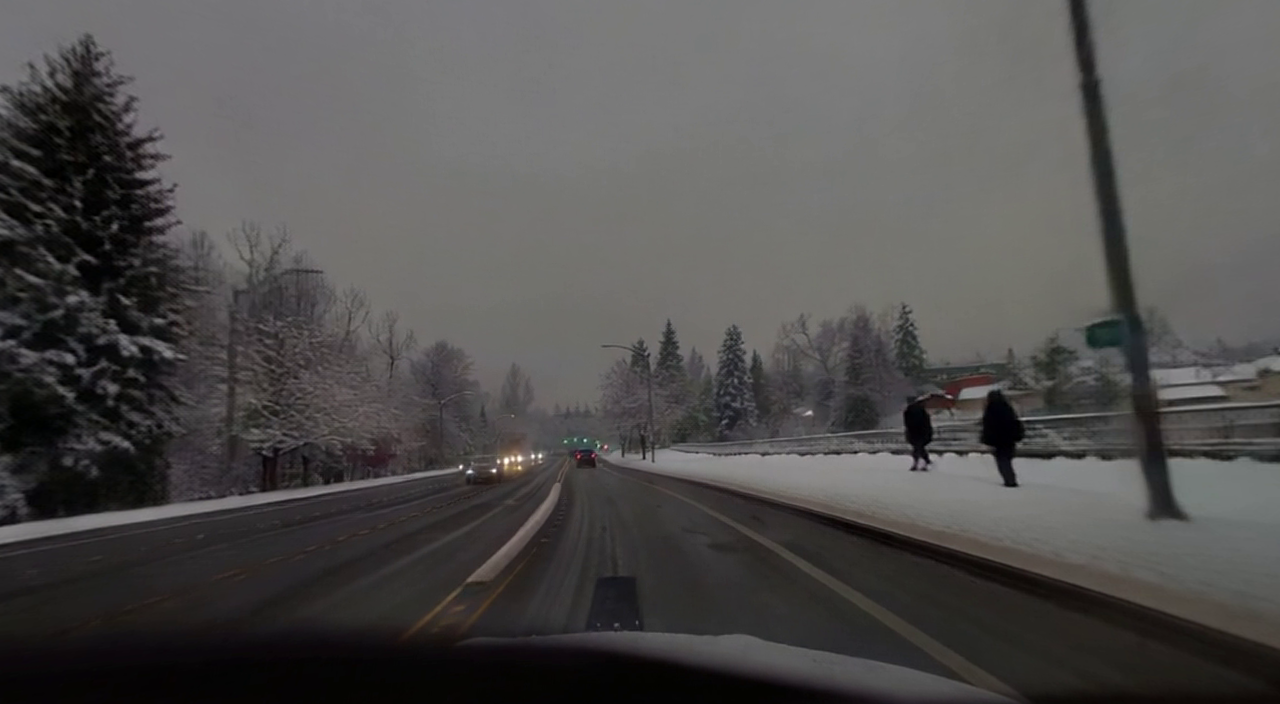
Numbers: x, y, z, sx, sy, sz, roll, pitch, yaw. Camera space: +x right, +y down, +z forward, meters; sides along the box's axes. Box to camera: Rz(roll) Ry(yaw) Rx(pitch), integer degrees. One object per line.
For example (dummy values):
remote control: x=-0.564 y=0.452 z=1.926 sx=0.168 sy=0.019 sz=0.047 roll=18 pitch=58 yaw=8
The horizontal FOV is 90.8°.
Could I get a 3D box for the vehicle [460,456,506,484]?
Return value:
vehicle: x=-9.371 y=7.062 z=38.034 sx=2.033 sy=1.511 sz=4.247 roll=1 pitch=-9 yaw=-6
